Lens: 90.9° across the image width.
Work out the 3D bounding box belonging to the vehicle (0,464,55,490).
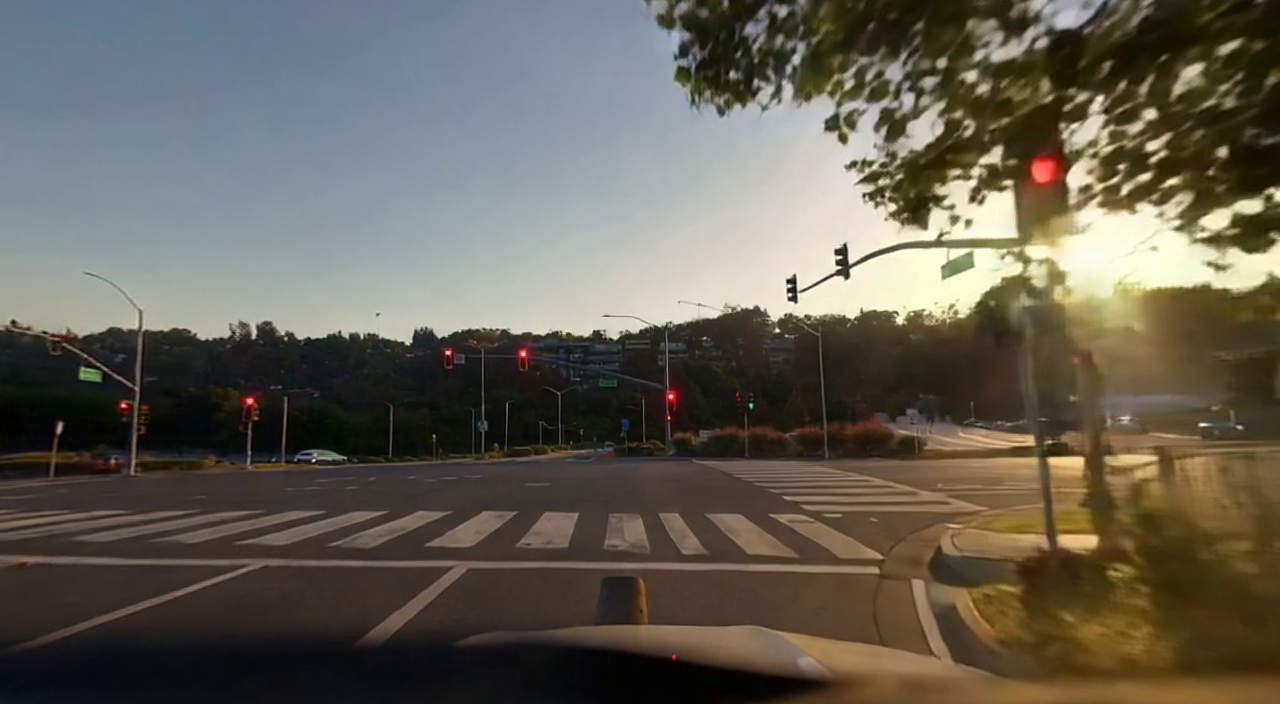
[{"bbox_3d":[-36.737,7.260,36.638,3.748,1.389,1.656,-1,-8,0],"label":"vehicle"}]

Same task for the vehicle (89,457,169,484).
[{"bbox_3d":[-36.143,8.365,44.612,4.241,1.413,1.673,-3,-5,-1],"label":"vehicle"}]
